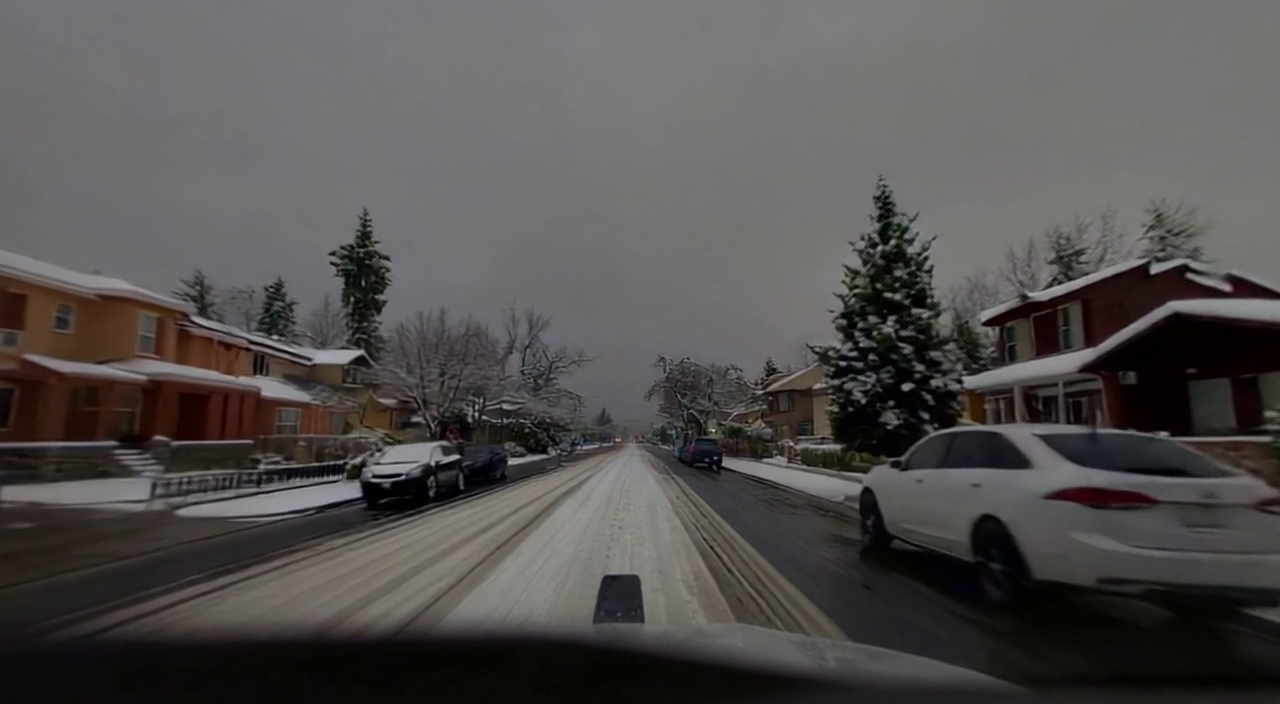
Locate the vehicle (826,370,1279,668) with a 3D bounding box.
[{"bbox_3d":[4.079,1.469,6.946,2.311,1.859,5.880,0,-8,1],"label":"vehicle"}]

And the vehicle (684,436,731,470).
[{"bbox_3d":[3.761,5.713,35.771,2.136,1.794,4.598,0,-8,0],"label":"vehicle"}]

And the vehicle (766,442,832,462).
[{"bbox_3d":[11.652,7.301,46.194,4.277,1.410,1.822,1,-8,-6],"label":"vehicle"}]

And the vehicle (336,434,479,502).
[{"bbox_3d":[-6.008,3.119,17.059,2.027,1.544,4.959,0,-10,-1],"label":"vehicle"}]
